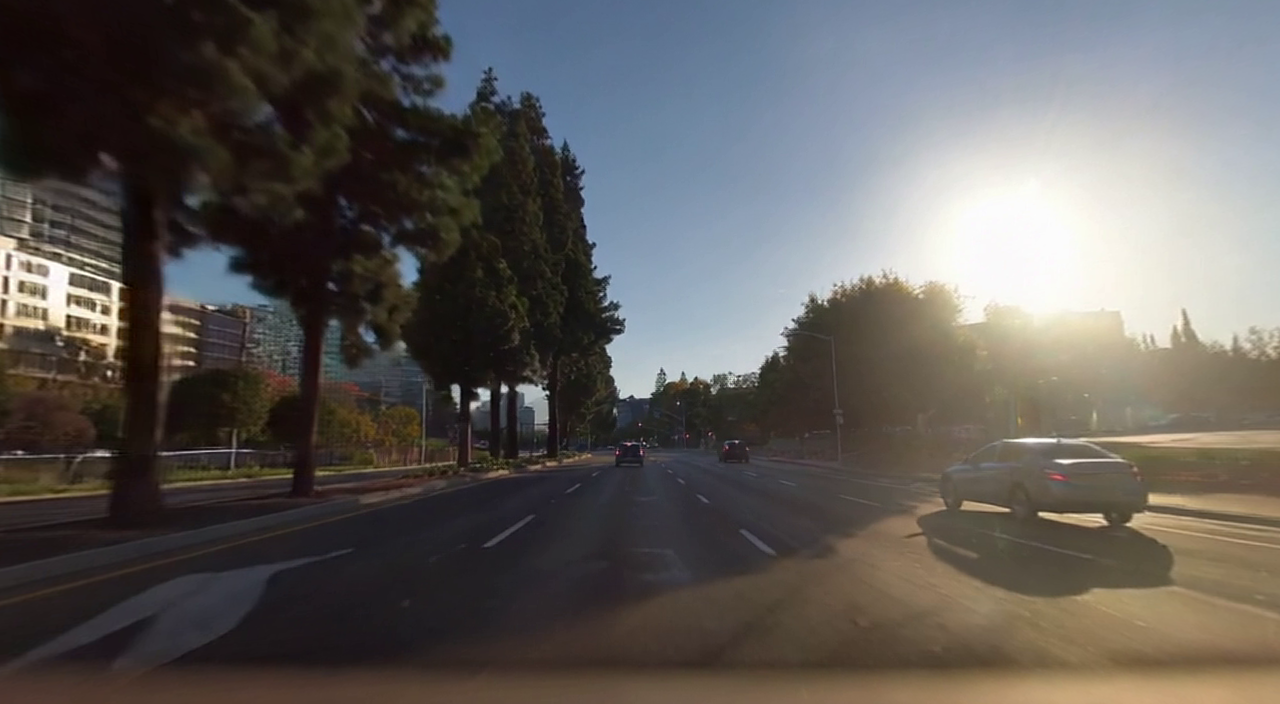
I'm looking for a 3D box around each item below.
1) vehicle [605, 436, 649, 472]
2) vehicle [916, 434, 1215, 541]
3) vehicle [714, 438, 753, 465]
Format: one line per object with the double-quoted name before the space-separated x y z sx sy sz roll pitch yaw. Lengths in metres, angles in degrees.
"vehicle" -0.651 5.414 33.793 2.193 1.794 4.457 0 -8 0
"vehicle" 6.968 2.235 11.134 2.139 1.471 4.393 0 -8 -1
"vehicle" 6.695 7.183 45.827 2.026 1.804 4.565 0 -8 -1
